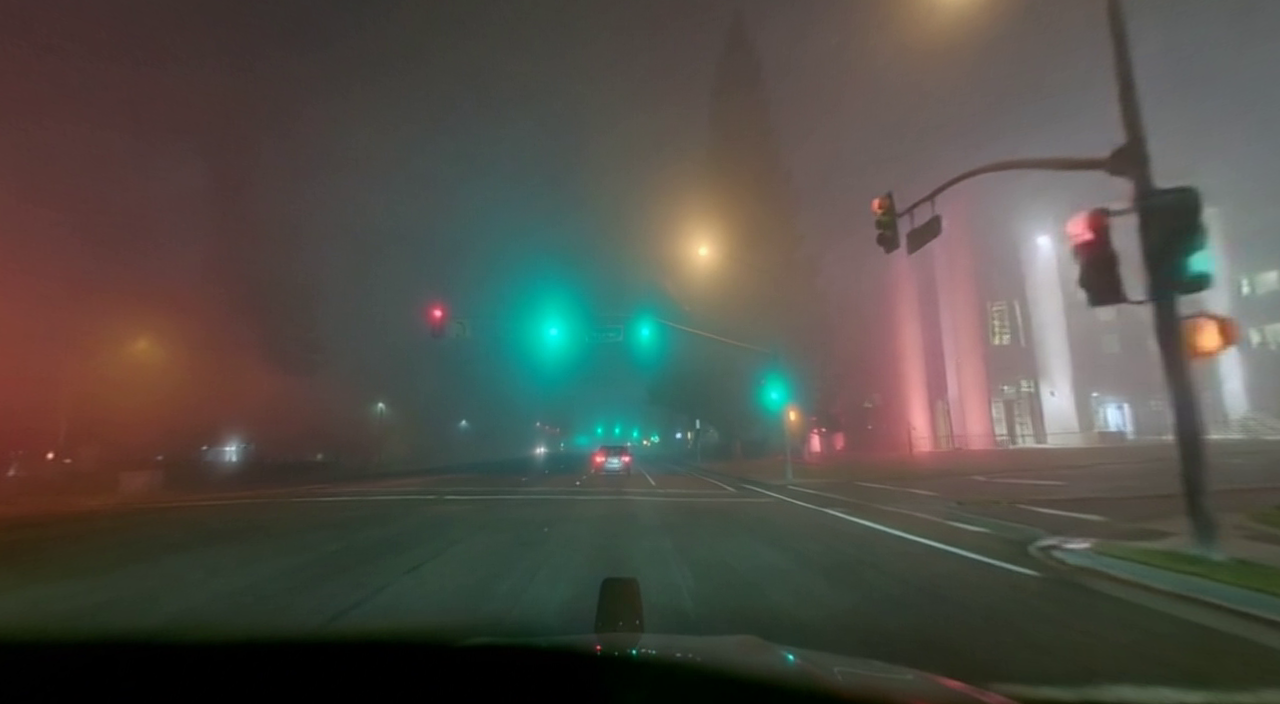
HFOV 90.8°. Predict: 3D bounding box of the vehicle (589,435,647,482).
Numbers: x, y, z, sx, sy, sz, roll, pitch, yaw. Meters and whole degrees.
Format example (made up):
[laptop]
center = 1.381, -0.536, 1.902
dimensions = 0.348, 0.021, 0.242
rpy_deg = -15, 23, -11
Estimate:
[vehicle]
center = -0.844, 4.210, 25.187
dimensions = 2.130, 1.711, 4.038
rpy_deg = 0, -8, -2
